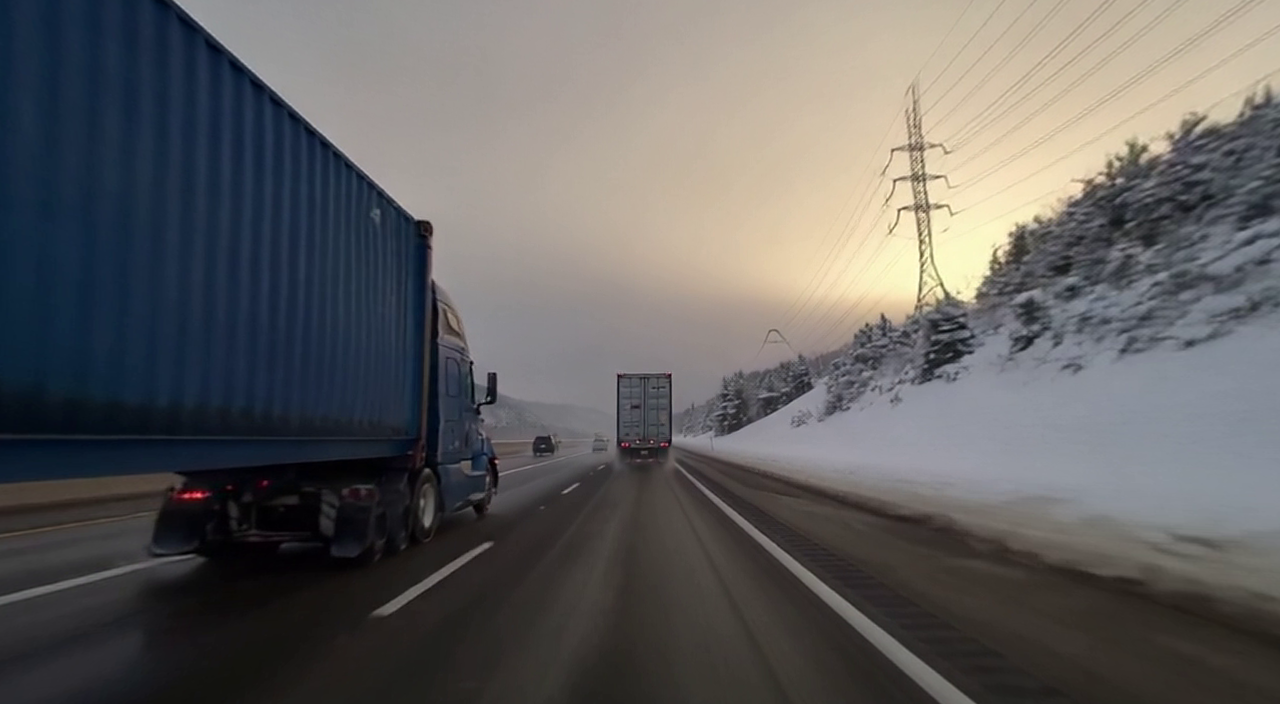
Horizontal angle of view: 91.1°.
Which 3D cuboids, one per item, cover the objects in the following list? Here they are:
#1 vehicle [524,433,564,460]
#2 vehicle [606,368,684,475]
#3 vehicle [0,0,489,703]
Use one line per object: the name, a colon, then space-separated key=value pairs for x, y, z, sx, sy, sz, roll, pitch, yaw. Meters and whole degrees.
vehicle: x=-7.112 y=7.050 z=47.112 sx=2.214 sy=1.899 sz=4.719 roll=0 pitch=-8 yaw=1
vehicle: x=0.152 y=3.519 z=30.254 sx=3.006 sy=4.120 sz=11.586 roll=0 pitch=-8 yaw=0
vehicle: x=-4.067 y=-0.128 z=4.423 sx=3.314 sy=4.224 sz=9.816 roll=0 pitch=-8 yaw=1
